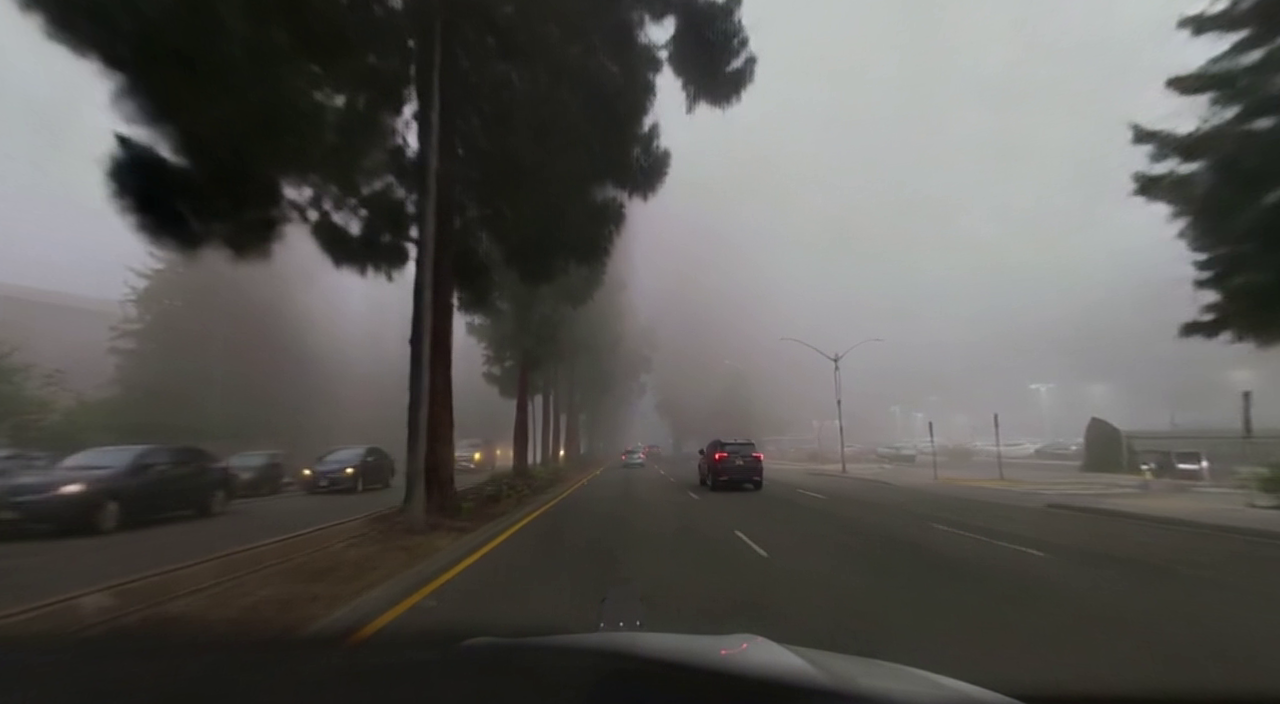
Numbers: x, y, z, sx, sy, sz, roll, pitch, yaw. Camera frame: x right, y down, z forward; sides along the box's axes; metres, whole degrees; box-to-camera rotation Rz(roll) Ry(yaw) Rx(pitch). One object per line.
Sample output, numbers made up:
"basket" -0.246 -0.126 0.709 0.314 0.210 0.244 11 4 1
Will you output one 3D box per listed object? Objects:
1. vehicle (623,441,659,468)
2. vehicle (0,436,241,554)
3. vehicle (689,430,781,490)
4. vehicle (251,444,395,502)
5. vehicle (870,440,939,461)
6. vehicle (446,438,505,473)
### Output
"vehicle" 0.022 6.539 40.433 2.145 1.572 4.021 0 -9 -1
"vehicle" -8.866 2.176 10.318 1.864 1.500 4.294 0 -9 0
"vehicle" 3.068 3.665 21.668 2.235 1.806 4.818 0 -9 -2
"vehicle" -9.051 3.465 18.539 1.938 1.464 4.340 0 -9 0
"vehicle" 20.574 7.684 49.216 4.475 1.592 1.841 0 -9 -1
"vehicle" -9.475 6.000 36.842 2.165 1.863 4.880 0 -9 0
